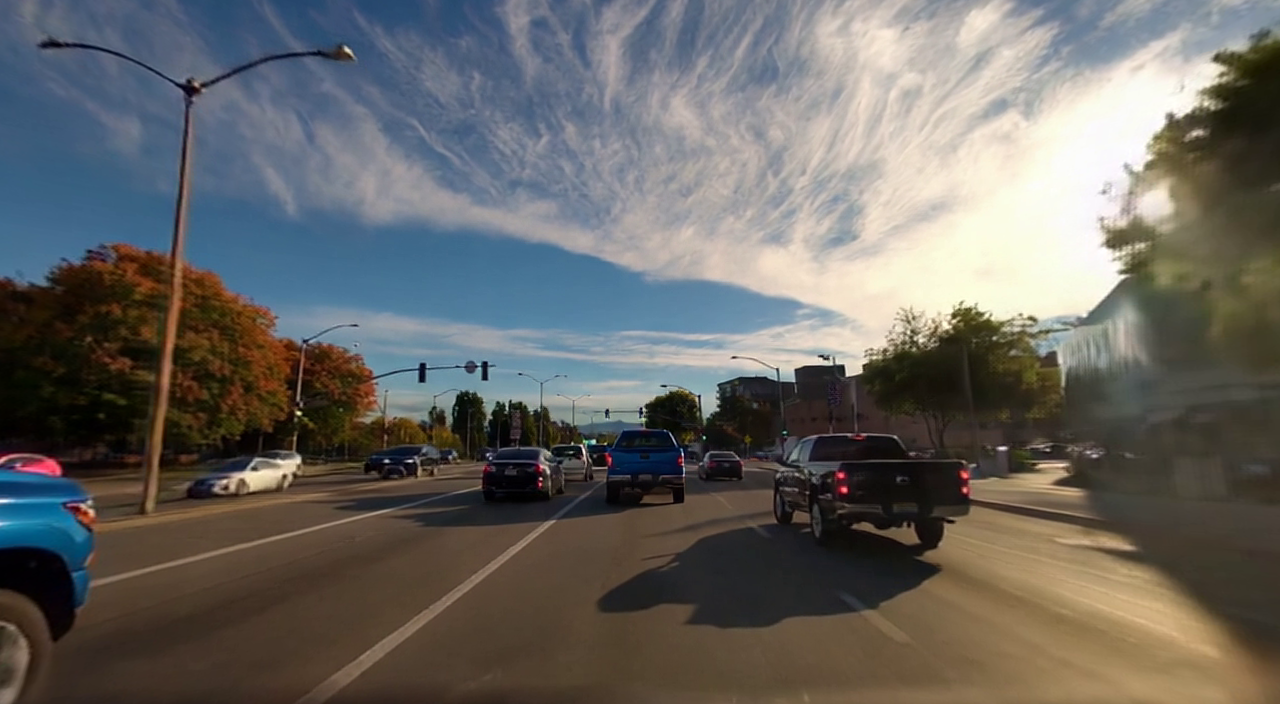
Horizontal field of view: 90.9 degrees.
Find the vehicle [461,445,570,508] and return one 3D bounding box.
[{"bbox_3d":[-3.222,3.298,17.300,1.986,1.465,4.509,0,-8,1],"label":"vehicle"}]

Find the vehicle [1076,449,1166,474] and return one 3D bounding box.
[{"bbox_3d":[32.054,7.295,42.099,4.345,1.437,1.896,-2,-8,4],"label":"vehicle"}]

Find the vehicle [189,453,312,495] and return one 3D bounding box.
[{"bbox_3d":[-15.283,4.771,25.103,1.932,1.449,4.545,0,-8,1],"label":"vehicle"}]

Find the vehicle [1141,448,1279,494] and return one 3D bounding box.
[{"bbox_3d":[22.257,4.382,23.648,2.003,1.515,4.939,3,-9,-22],"label":"vehicle"}]

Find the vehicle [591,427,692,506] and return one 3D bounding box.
[{"bbox_3d":[0.036,3.191,18.072,2.493,1.934,4.957,0,-8,0],"label":"vehicle"}]

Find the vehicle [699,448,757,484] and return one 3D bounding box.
[{"bbox_3d":[3.935,5.137,28.853,1.968,1.472,4.456,0,-8,0],"label":"vehicle"}]

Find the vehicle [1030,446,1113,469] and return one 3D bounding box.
[{"bbox_3d":[32.387,7.951,47.403,4.631,1.658,1.900,-2,-9,10],"label":"vehicle"}]

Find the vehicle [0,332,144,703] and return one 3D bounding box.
[{"bbox_3d":[-3.576,0.559,0.824,1.994,1.759,4.709,0,-8,0],"label":"vehicle"}]

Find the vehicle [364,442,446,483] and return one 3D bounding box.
[{"bbox_3d":[-11.648,5.485,31.638,2.150,1.838,4.981,0,-8,0],"label":"vehicle"}]

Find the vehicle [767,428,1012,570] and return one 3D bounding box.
[{"bbox_3d":[3.318,2.014,9.444,1.955,1.628,4.152,0,-8,0],"label":"vehicle"}]
